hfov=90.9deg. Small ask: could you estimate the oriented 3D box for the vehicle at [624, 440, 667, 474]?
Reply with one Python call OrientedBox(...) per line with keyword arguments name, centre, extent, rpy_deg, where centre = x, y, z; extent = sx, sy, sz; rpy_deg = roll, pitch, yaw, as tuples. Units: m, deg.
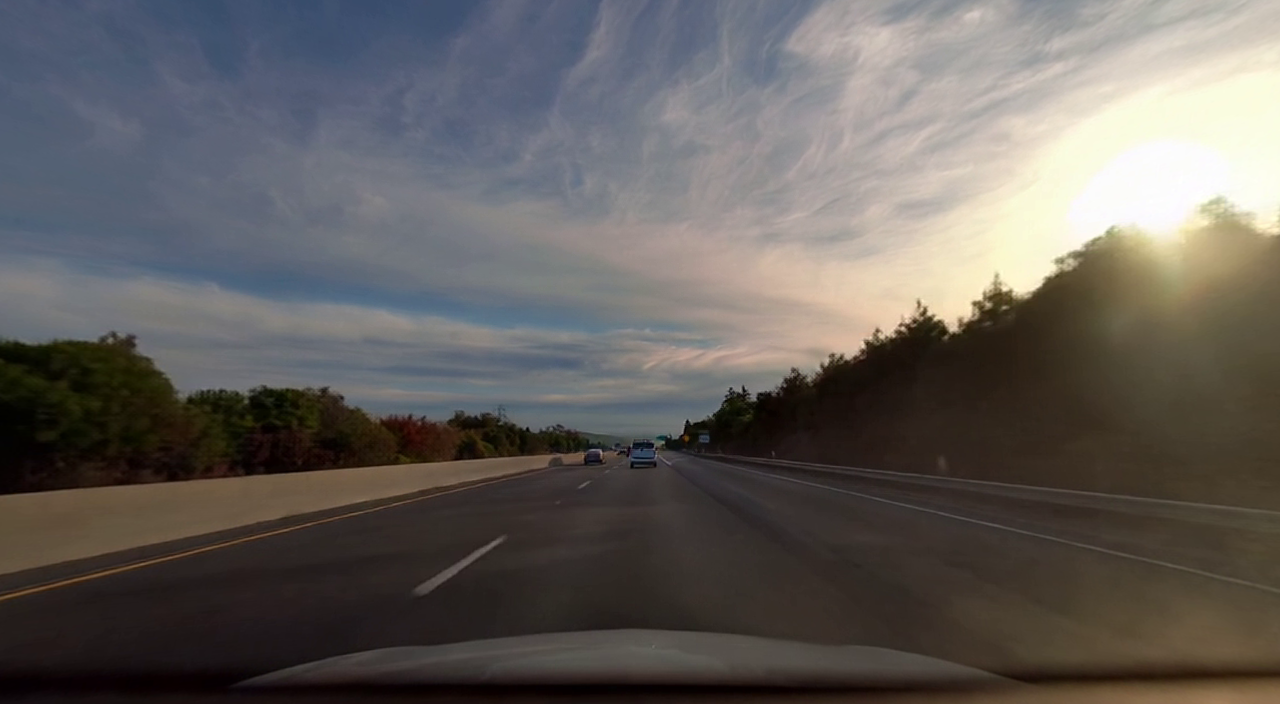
OrientedBox(name="vehicle", centre=(0.285, 5.651, 33.985), extent=(2.172, 1.687, 3.929), rpy_deg=(0, -9, 0))
